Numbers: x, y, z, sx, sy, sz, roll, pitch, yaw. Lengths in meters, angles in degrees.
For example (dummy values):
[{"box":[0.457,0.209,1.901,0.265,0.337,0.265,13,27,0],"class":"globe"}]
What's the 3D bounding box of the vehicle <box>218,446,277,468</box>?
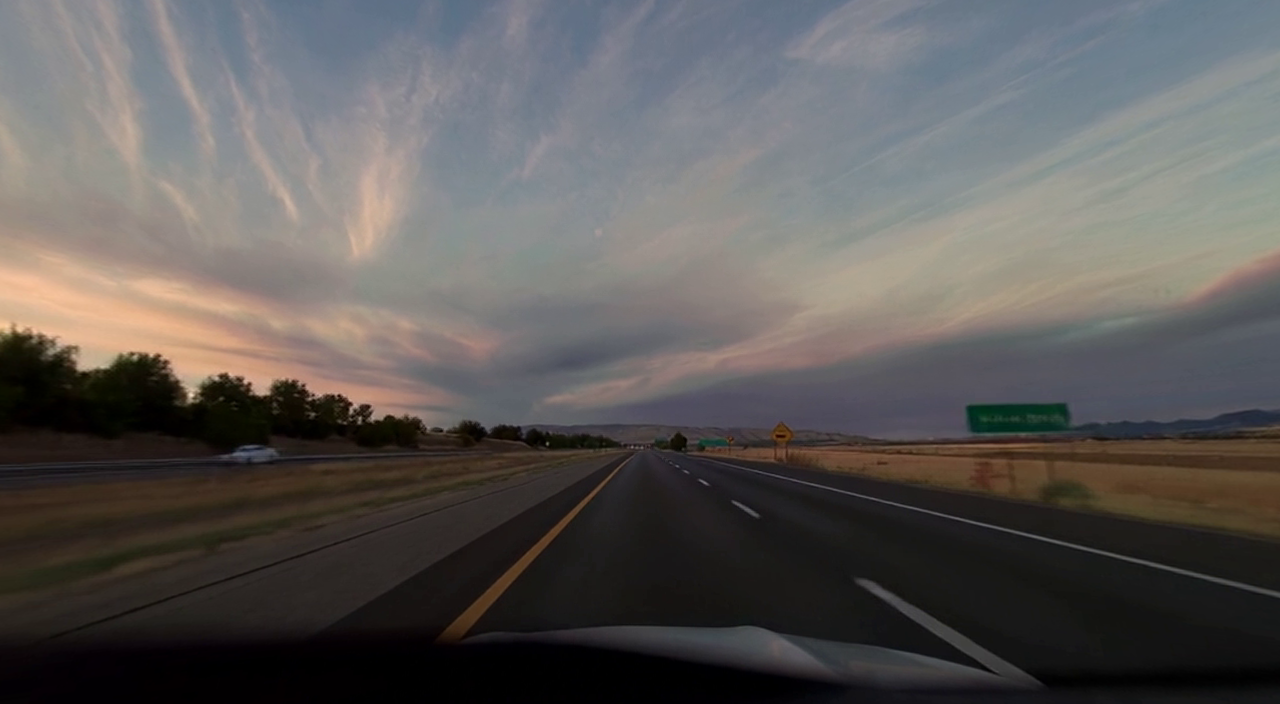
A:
[{"box":[-28.142,7.505,45.104,1.776,1.458,3.680,0,-8,1],"class":"vehicle"}]
